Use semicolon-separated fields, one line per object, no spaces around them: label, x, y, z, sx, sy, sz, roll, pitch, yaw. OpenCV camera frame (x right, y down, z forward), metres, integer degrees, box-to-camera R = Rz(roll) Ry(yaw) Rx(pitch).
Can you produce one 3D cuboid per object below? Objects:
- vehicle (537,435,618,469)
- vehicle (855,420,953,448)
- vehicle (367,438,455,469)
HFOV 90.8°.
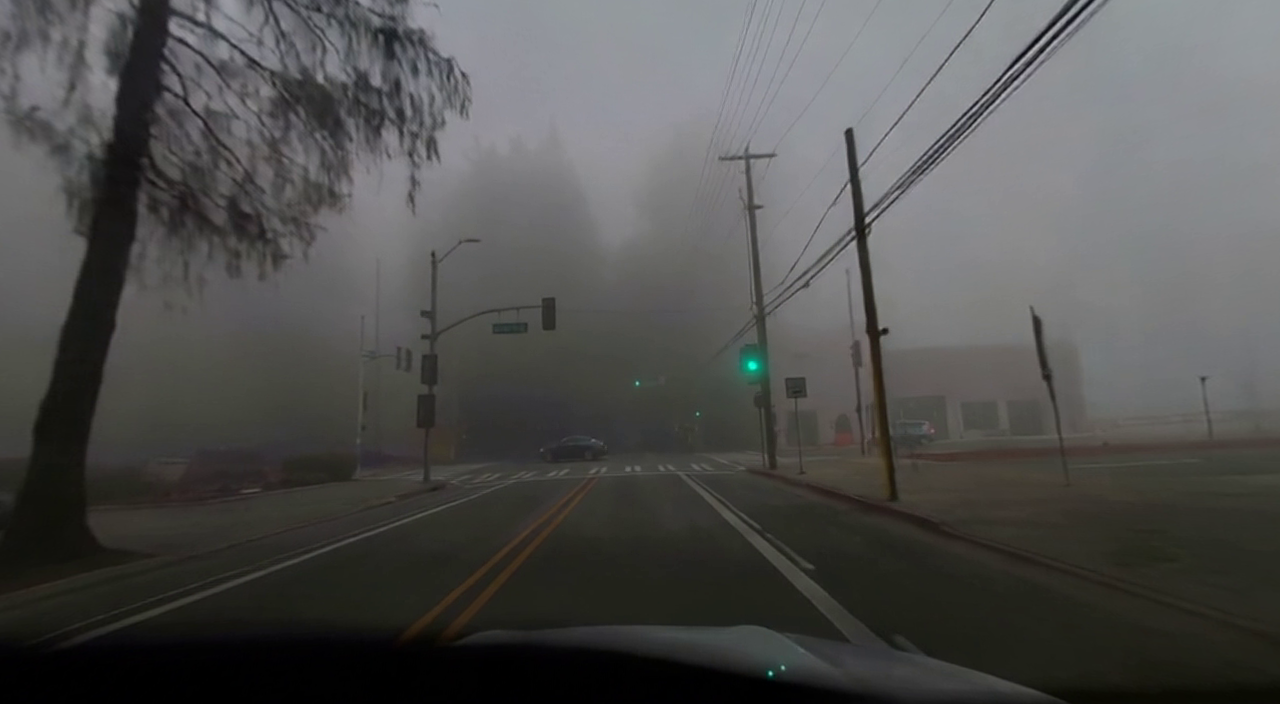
vehicle;-3.143;4.855;30.844;2.118;1.478;4.624;5;-10;-31
vehicle;14.683;4.595;35.289;4.632;1.484;1.907;0;-8;-1
vehicle;-13.445;5.981;37.218;4.472;1.736;1.874;-2;-9;11
